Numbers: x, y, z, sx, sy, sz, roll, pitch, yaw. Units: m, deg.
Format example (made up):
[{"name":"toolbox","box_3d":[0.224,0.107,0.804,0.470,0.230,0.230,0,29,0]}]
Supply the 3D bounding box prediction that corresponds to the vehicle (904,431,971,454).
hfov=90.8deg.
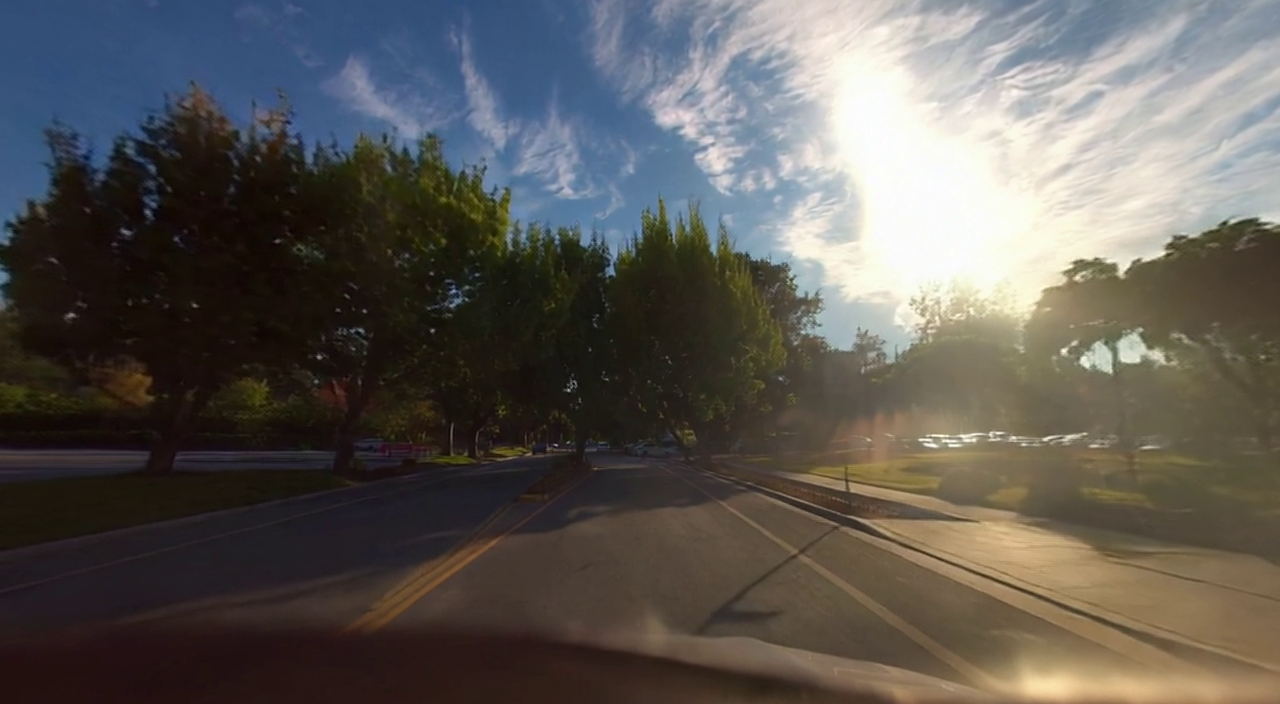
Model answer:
[{"name":"vehicle","box_3d":[20.925,6.418,44.438,3.830,1.429,1.890,4,-10,-10]}]

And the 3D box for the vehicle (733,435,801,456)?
[{"name":"vehicle","box_3d":[9.866,7.316,49.331,4.870,1.507,2.073,-1,-8,0]}]
